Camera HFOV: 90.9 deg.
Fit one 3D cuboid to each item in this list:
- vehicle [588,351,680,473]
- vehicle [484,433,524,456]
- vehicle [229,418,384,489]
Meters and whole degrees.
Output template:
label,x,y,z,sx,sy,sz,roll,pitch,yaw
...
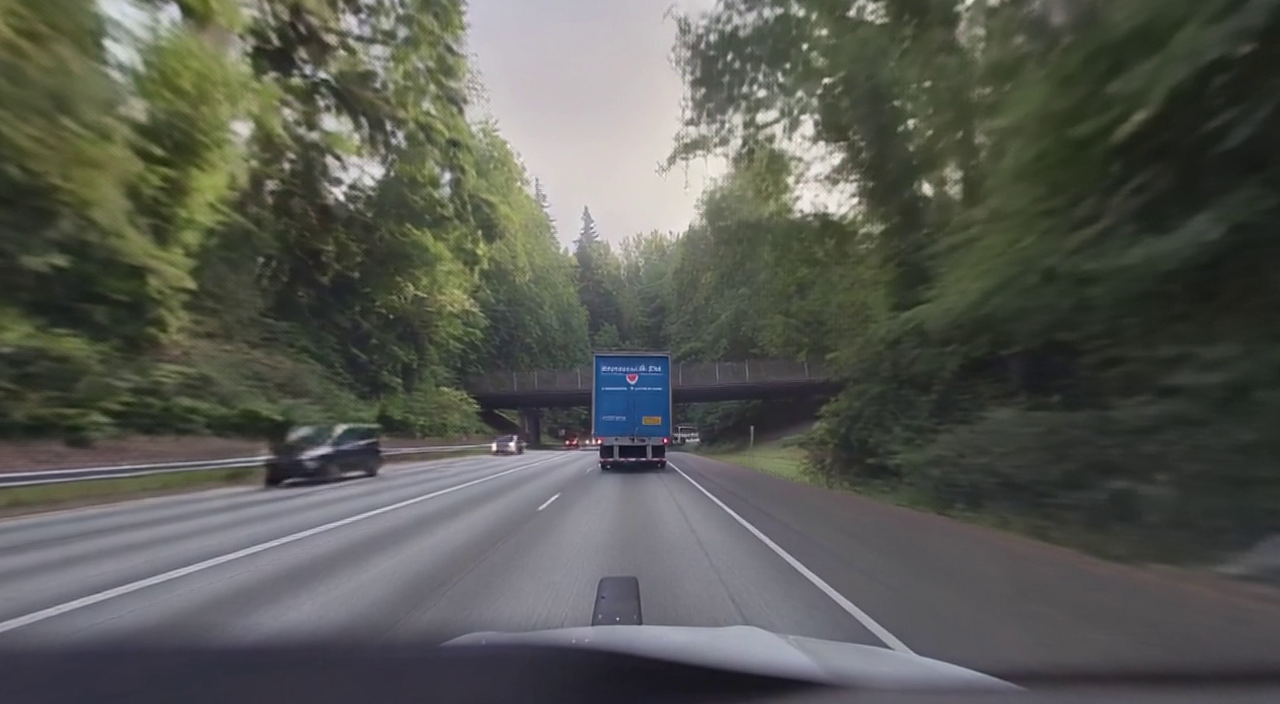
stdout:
label,x,y,z,sx,sy,sz,roll,pitch,yaw
vehicle,-0.419,2.566,25.139,2.895,3.861,10.213,0,-8,-3
vehicle,-9.204,6.301,42.911,1.872,1.461,3.966,-1,-8,0
vehicle,-8.847,2.718,17.200,2.043,1.672,4.101,0,-8,-1
